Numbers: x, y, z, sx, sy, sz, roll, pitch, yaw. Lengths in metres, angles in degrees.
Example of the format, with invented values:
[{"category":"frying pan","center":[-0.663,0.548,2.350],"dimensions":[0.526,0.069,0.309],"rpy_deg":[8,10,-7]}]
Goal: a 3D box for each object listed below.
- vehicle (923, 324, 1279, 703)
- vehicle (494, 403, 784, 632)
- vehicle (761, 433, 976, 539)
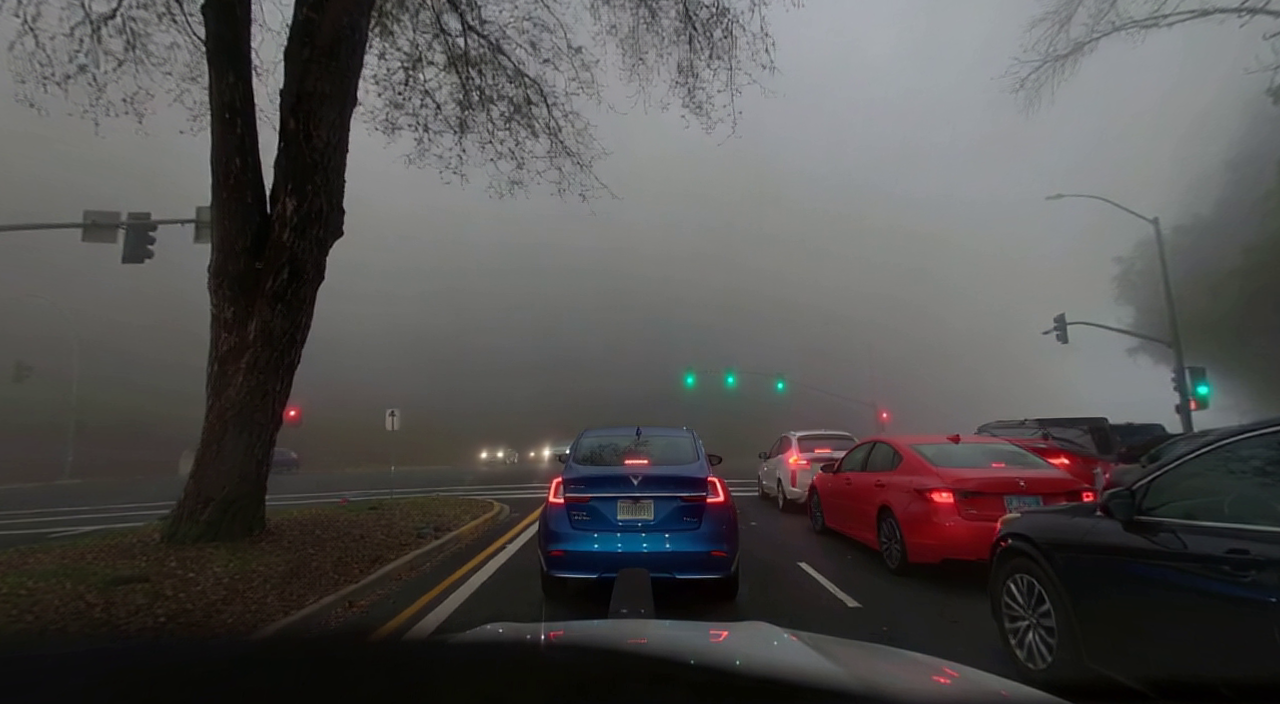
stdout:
[{"category":"vehicle","center":[3.720,0.930,3.426],"dimensions":[2.162,1.829,4.519],"rpy_deg":[0,-9,-1]},{"category":"vehicle","center":[-0.023,1.477,6.511],"dimensions":[2.074,1.631,3.793],"rpy_deg":[0,-9,0]},{"category":"vehicle","center":[3.687,2.254,11.295],"dimensions":[2.054,1.482,4.654],"rpy_deg":[0,-9,-1]}]
